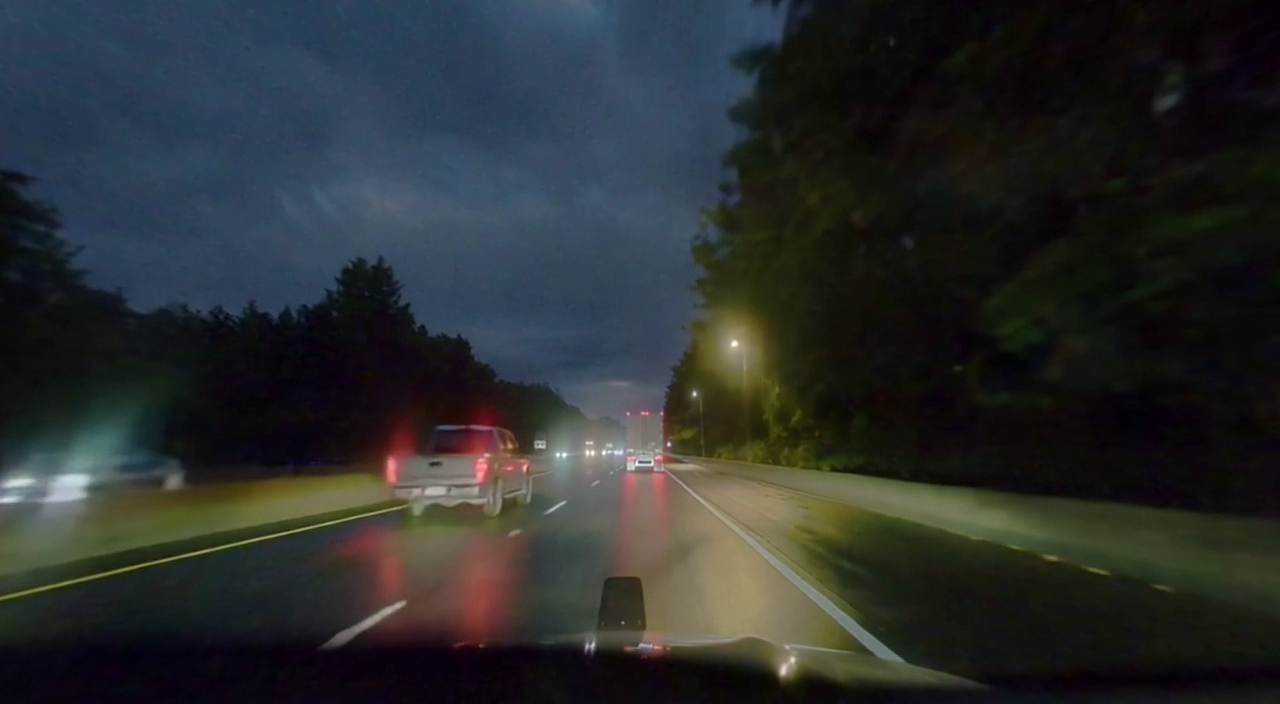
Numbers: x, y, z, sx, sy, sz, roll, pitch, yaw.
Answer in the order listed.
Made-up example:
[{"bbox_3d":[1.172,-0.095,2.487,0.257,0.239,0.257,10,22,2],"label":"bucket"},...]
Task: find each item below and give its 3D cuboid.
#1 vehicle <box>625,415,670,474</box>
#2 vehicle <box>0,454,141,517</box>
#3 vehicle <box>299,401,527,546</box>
[{"bbox_3d":[0.578,7.123,48.215,3.024,3.965,10.399,0,-9,1],"label":"vehicle"},{"bbox_3d":[-17.131,3.686,17.837,2.044,1.523,4.787,0,-9,0],"label":"vehicle"},{"bbox_3d":[-3.903,2.245,12.296,2.283,2.156,5.546,0,-9,1],"label":"vehicle"}]
